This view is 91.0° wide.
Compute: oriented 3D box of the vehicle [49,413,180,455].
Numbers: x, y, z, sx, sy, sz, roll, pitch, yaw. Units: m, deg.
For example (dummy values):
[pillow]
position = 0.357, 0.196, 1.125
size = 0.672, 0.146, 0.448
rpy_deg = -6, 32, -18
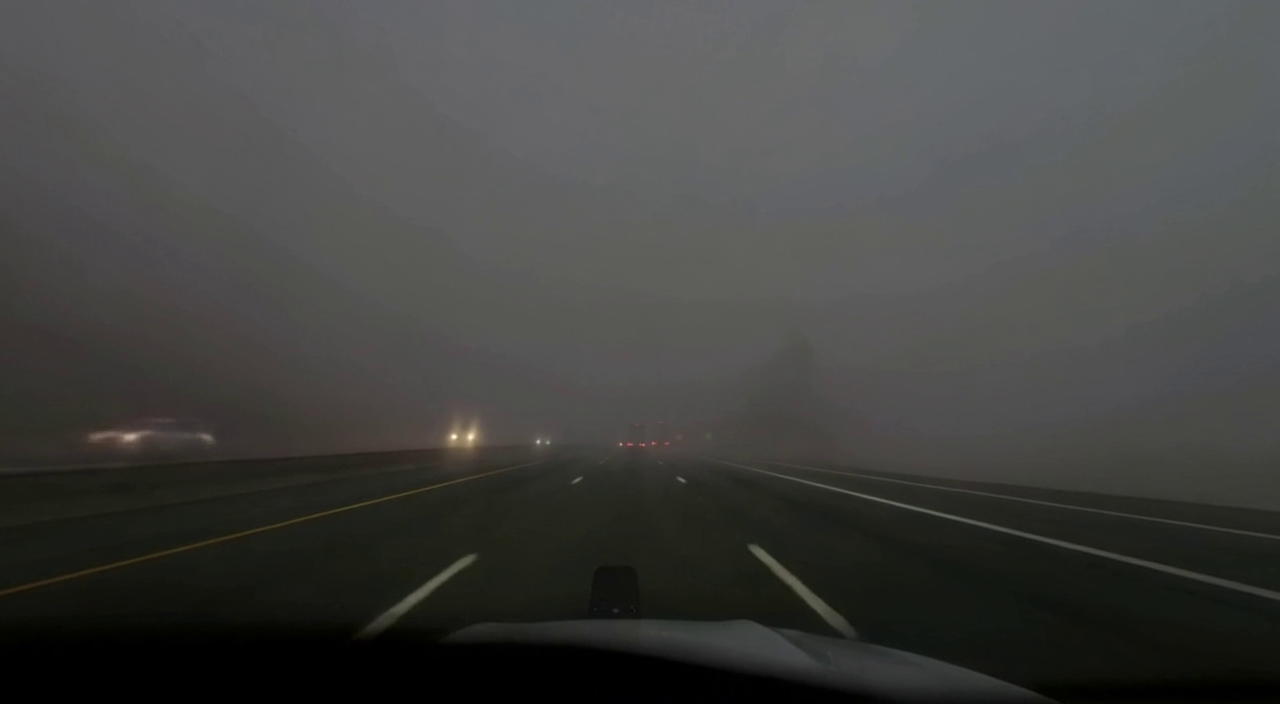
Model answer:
[vehicle]
position = -20.535, 3.239, 24.820
size = 1.851, 1.510, 3.810
rpy_deg = 0, -8, 0
